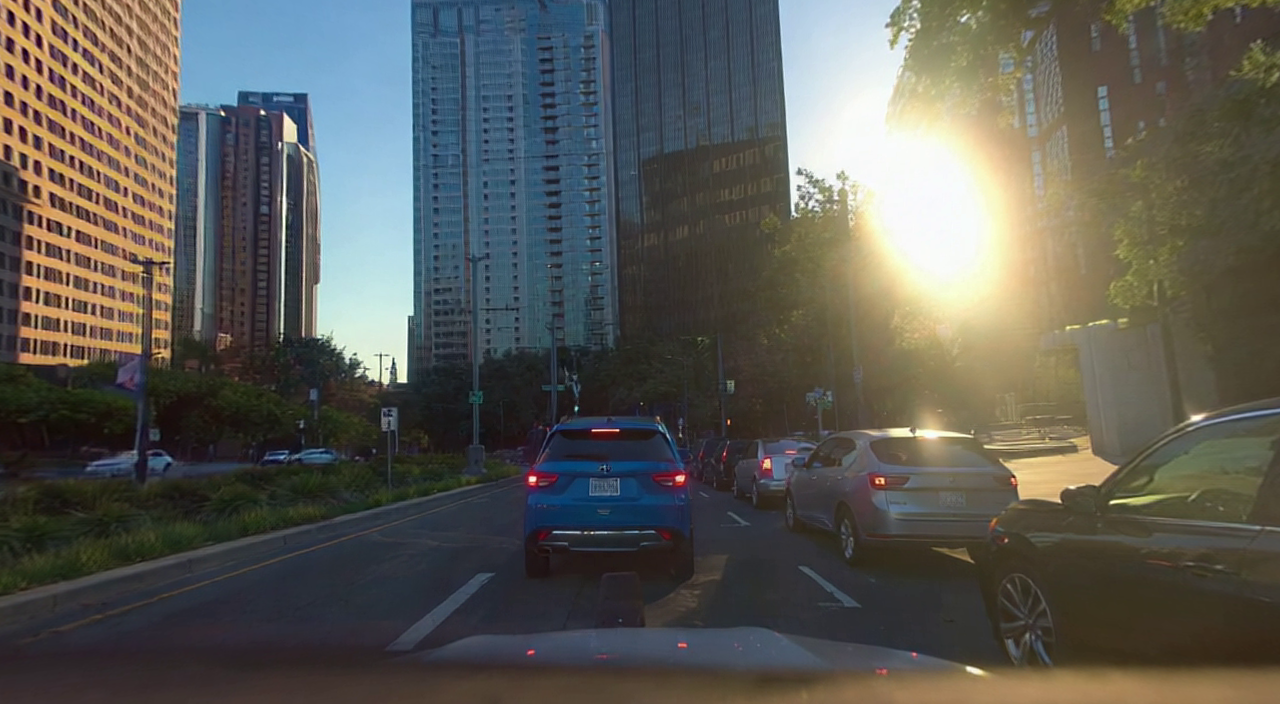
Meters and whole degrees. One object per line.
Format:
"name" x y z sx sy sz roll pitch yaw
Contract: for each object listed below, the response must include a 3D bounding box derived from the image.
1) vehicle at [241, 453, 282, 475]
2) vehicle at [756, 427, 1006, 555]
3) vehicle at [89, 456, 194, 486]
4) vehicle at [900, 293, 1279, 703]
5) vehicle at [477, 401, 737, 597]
"vehicle" -27.499 8.111 46.045 1.960 1.459 4.699 4 -9 -24
"vehicle" 3.280 1.989 9.820 1.941 1.482 4.632 0 -9 -2
"vehicle" -27.558 6.562 35.159 1.967 1.428 4.832 0 -9 -1
"vehicle" 2.997 0.751 2.253 2.063 1.760 4.664 0 -9 -1
"vehicle" -0.337 1.582 7.614 2.249 1.684 4.084 0 -9 -1
